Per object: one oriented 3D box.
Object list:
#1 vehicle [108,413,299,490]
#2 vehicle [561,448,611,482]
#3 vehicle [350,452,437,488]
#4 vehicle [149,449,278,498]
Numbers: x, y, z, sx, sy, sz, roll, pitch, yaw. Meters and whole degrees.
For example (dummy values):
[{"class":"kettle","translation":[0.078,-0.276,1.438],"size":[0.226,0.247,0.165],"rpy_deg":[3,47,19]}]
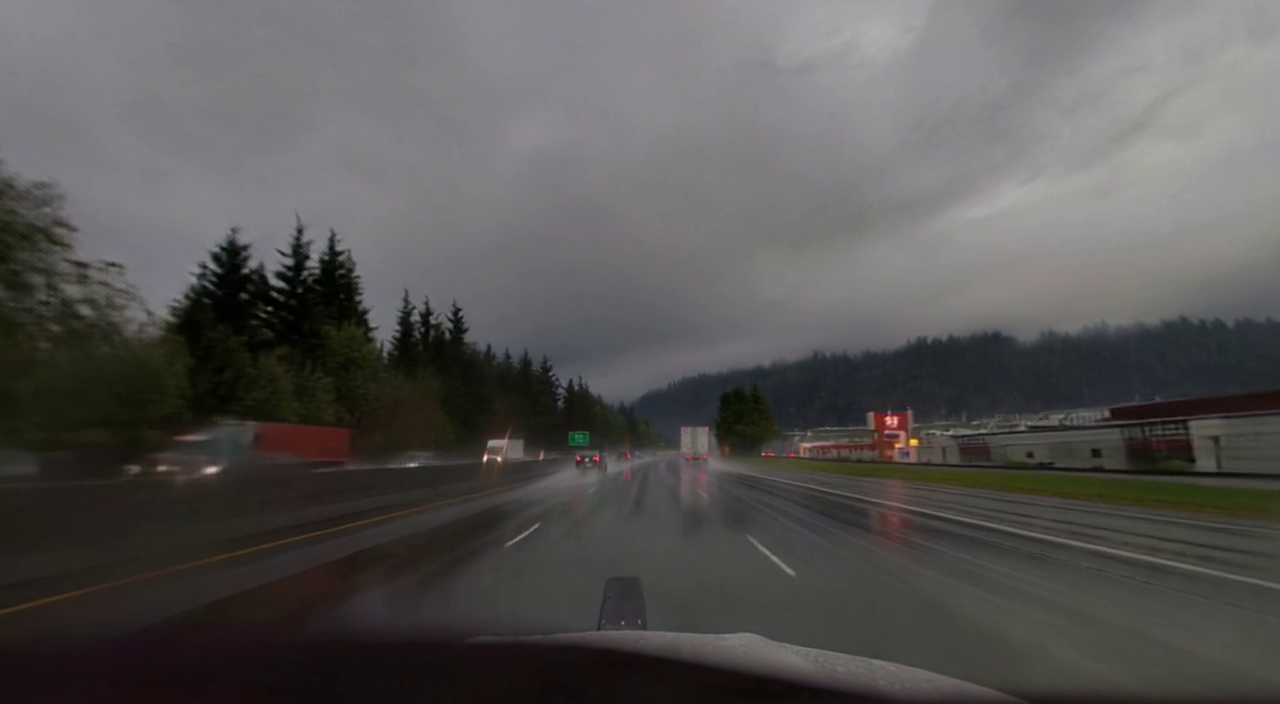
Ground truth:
[{"class":"vehicle","translation":[-21.304,5.002,31.777],"size":[2.966,3.287,8.905],"rpy_deg":[-1,-9,2]},{"class":"vehicle","translation":[-2.552,5.452,30.734],"size":[2.035,1.513,4.272],"rpy_deg":[0,-9,1]},{"class":"vehicle","translation":[-10.713,5.125,27.736],"size":[1.910,1.434,4.421],"rpy_deg":[-1,-9,2]},{"class":"vehicle","translation":[-14.187,4.023,21.223],"size":[1.728,1.475,3.566],"rpy_deg":[-1,-9,2]}]
